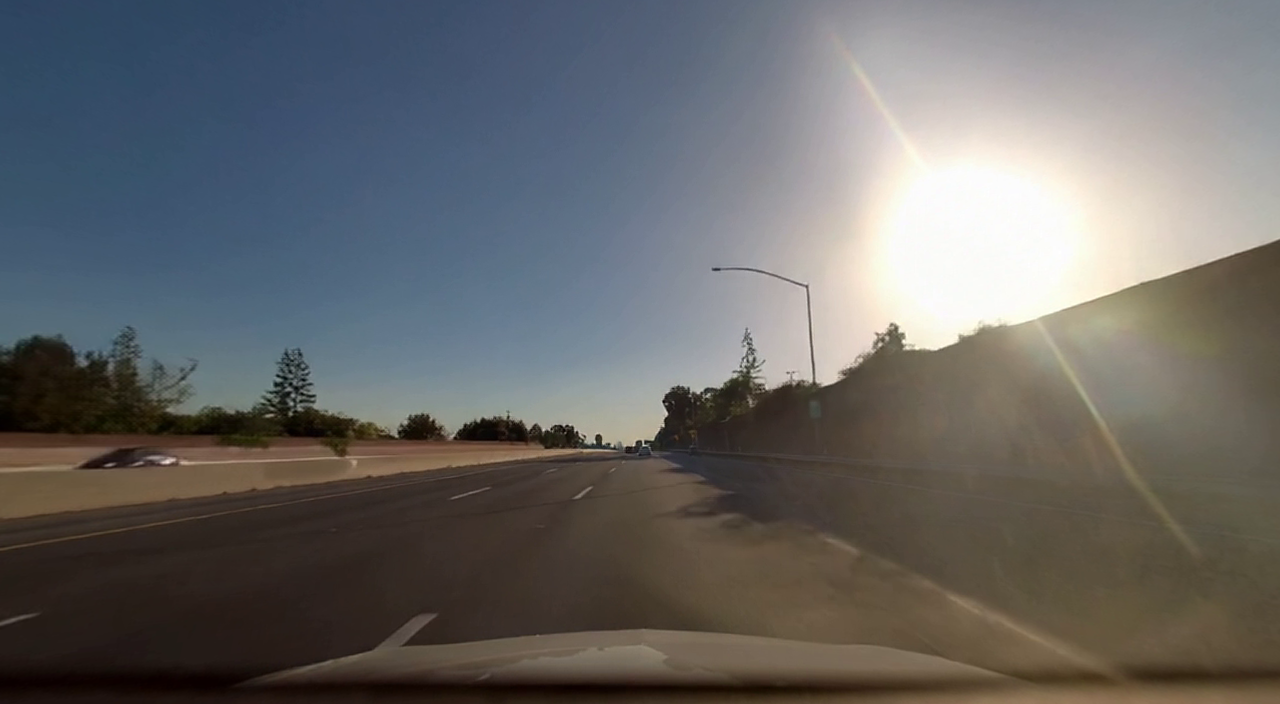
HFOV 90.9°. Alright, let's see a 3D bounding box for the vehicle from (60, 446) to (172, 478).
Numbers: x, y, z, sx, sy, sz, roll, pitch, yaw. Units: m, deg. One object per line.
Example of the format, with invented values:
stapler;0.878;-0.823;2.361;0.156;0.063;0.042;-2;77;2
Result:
vehicle;-29.550;6.166;35.807;1.901;1.647;4.986;-1;-8;3
